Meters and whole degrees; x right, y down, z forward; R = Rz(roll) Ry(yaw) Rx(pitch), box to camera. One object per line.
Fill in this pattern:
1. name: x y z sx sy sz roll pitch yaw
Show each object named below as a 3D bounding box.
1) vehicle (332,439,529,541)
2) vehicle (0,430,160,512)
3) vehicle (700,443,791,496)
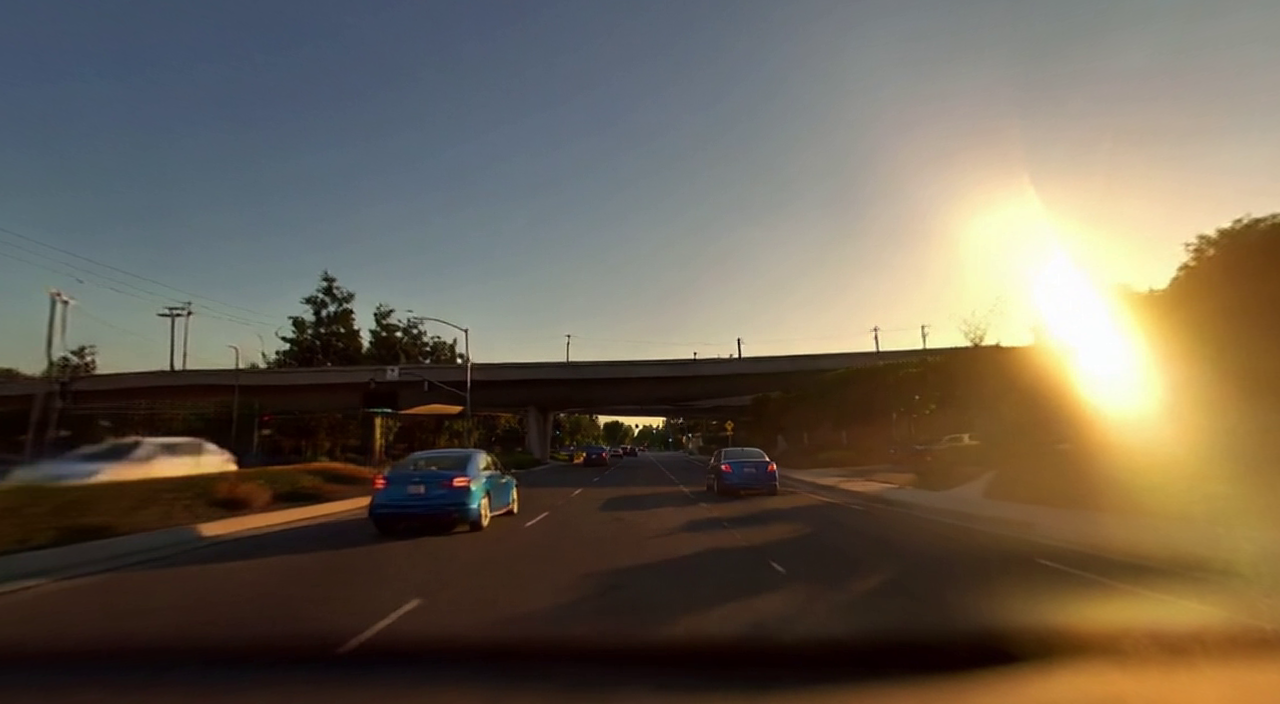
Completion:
1. vehicle: -3.500 2.382 11.635 2.060 1.484 4.417 0 -8 1
2. vehicle: -13.773 2.643 14.436 2.090 1.600 4.492 0 -8 -1
3. vehicle: 3.208 3.677 20.175 2.068 1.497 4.247 0 -8 -2
